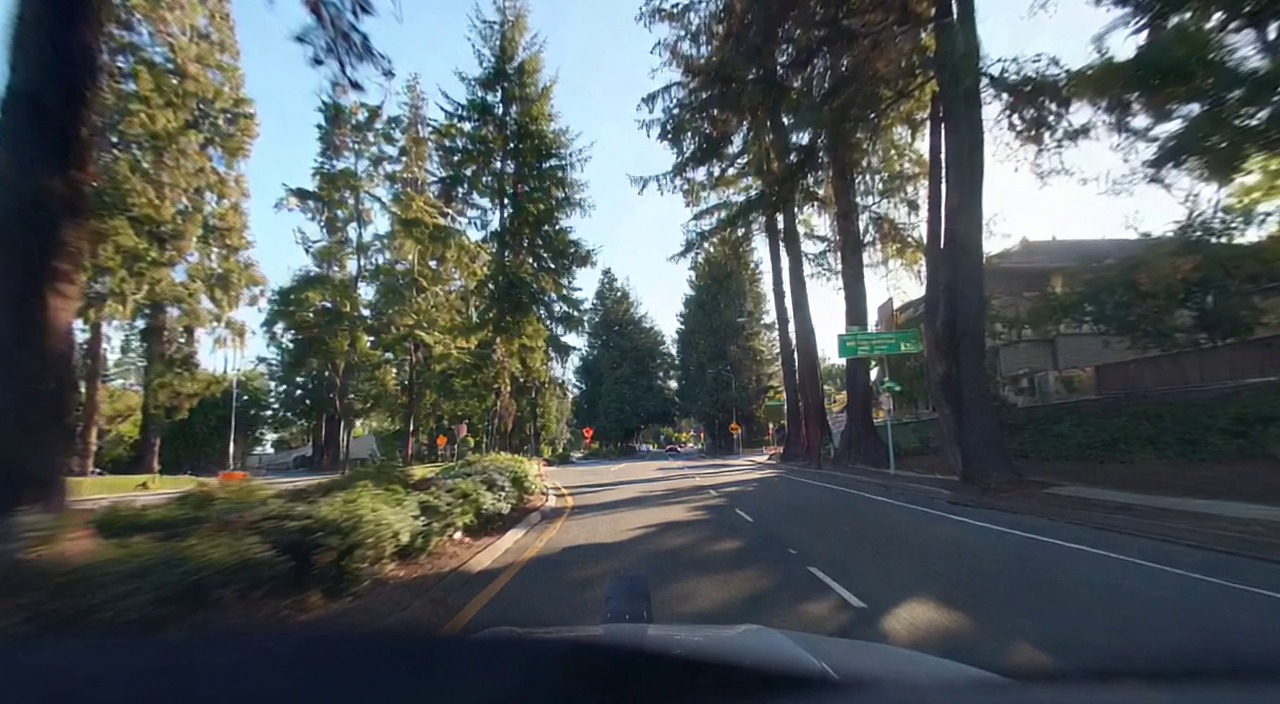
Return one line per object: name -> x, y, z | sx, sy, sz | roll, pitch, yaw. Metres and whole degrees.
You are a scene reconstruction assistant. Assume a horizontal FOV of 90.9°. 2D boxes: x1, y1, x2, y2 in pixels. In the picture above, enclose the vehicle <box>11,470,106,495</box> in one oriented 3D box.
vehicle -> -39.567, 8.850, 43.042 | 1.896, 1.408, 4.446 | 0, -9, 7
